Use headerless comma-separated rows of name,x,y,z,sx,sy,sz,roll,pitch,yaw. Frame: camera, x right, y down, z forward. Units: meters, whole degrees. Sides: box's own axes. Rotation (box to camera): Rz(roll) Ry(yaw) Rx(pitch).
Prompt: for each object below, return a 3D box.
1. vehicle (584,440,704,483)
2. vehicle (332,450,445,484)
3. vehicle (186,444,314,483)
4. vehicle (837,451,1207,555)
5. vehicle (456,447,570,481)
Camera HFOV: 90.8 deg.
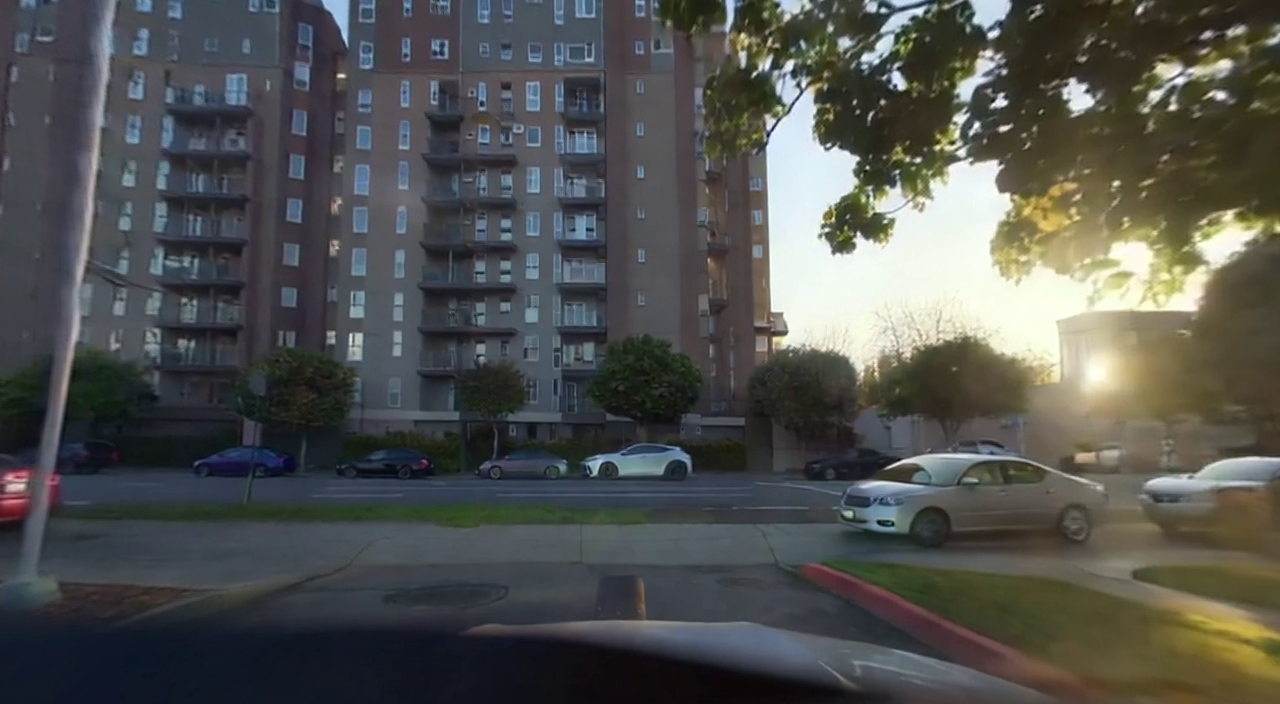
vehicle,0.124,5.003,28.950,5.299,1.860,2.098,1,-10,-4
vehicle,-11.339,5.211,28.711,4.336,1.438,1.776,1,-8,-3
vehicle,-17.465,4.992,28.488,4.426,1.641,1.889,0,-8,-4
vehicle,5.915,2.382,10.332,4.714,1.471,1.978,-1,-8,2
vehicle,-5.715,5.133,28.869,4.851,1.339,1.785,-1,-11,-2
